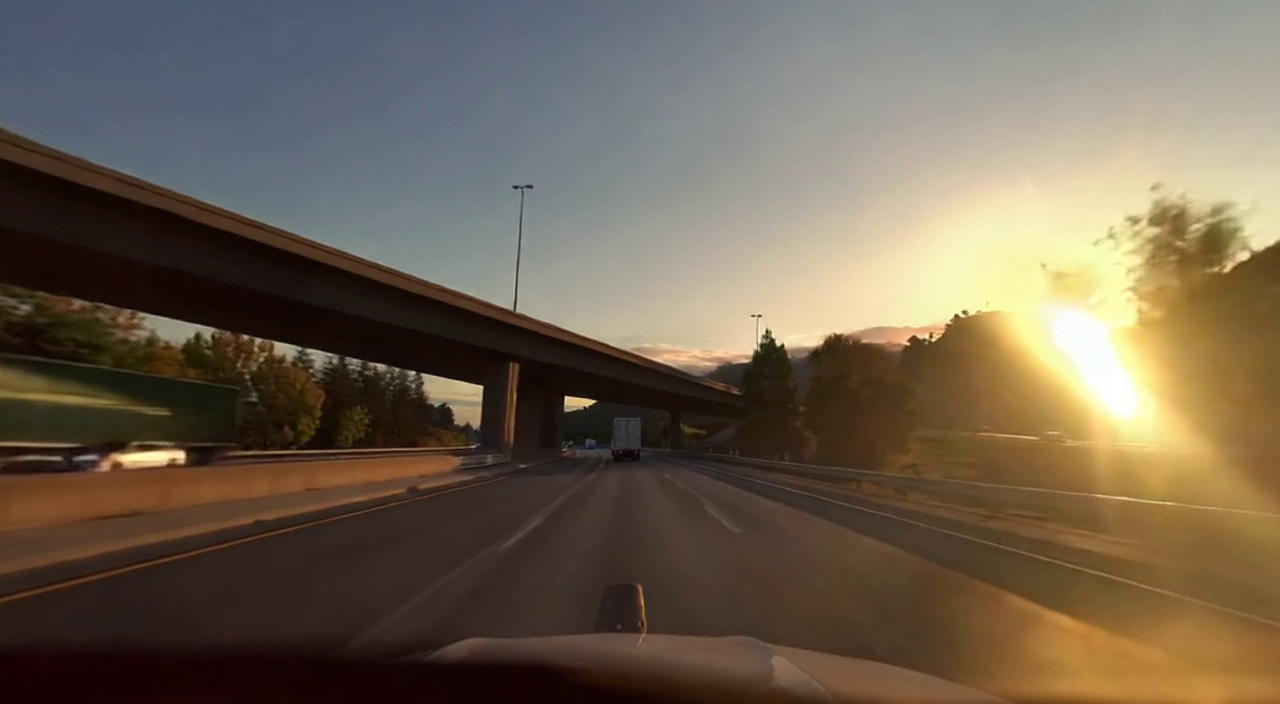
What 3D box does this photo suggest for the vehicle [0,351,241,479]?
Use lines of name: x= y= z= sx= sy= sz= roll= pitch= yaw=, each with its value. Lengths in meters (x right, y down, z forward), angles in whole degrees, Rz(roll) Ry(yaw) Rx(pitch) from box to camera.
vehicle: x=-21.380 y=2.792 z=24.641 sx=2.881 sy=3.917 sz=14.152 roll=0 pitch=-9 yaw=-3
